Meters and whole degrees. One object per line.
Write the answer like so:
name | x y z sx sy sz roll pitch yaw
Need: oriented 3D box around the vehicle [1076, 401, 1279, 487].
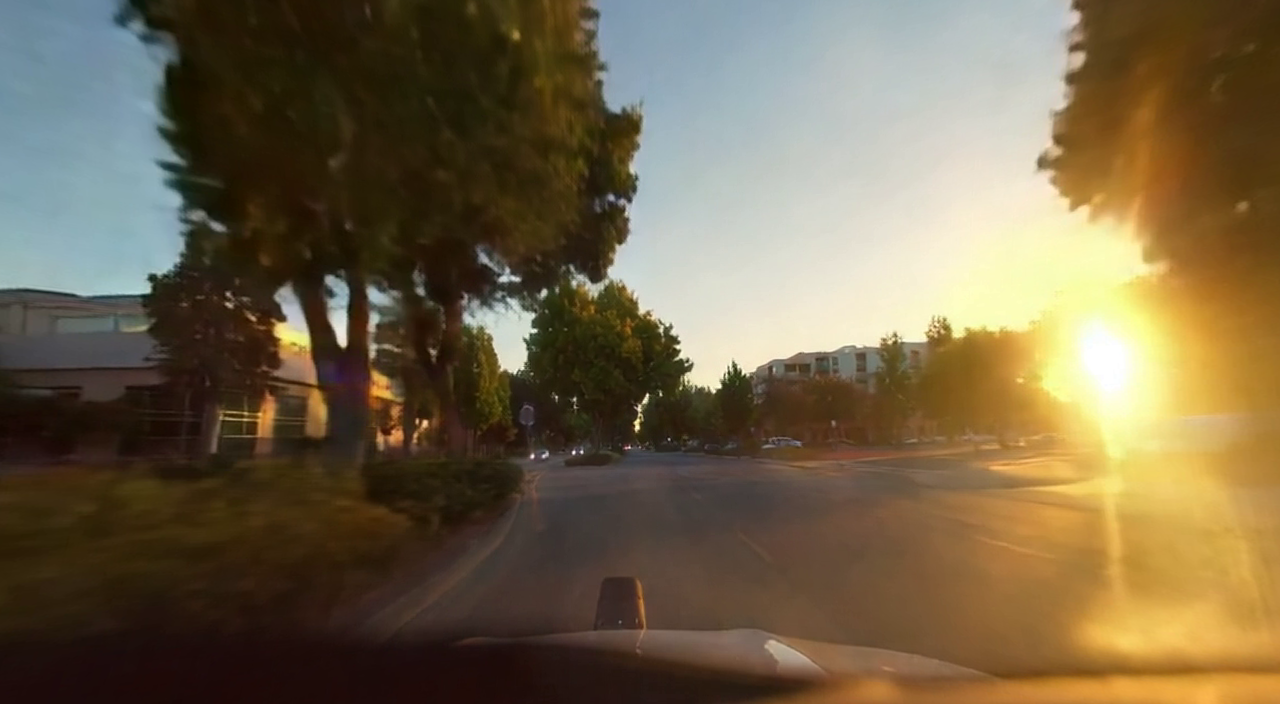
vehicle | 22.076 3.578 24.736 7.634 3.061 2.777 -1 -8 0
